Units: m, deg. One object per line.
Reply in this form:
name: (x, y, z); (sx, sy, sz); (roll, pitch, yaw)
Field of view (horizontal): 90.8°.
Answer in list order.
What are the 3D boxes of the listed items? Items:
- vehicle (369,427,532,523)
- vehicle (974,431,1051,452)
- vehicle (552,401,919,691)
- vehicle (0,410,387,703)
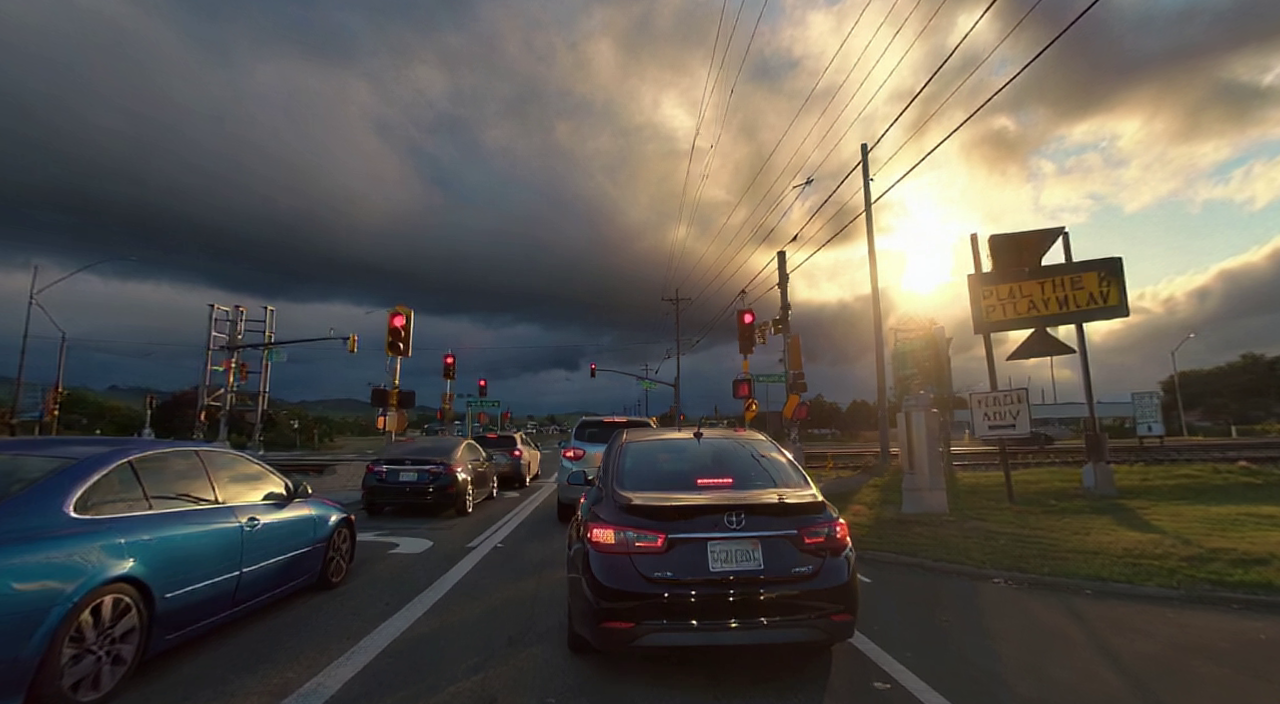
vehicle: (-3.357, 2.260, 12.086); (1.984, 1.505, 3.982); (0, -9, -2)
vehicle: (27.473, 6.607, 46.667); (4.453, 1.476, 1.887); (0, -9, 0)
vehicle: (0.405, 1.337, 5.460); (1.998, 1.529, 3.960); (1, -9, -4)
vehicle: (-3.710, 1.251, 4.453); (1.956, 1.468, 4.585); (0, -9, 0)
